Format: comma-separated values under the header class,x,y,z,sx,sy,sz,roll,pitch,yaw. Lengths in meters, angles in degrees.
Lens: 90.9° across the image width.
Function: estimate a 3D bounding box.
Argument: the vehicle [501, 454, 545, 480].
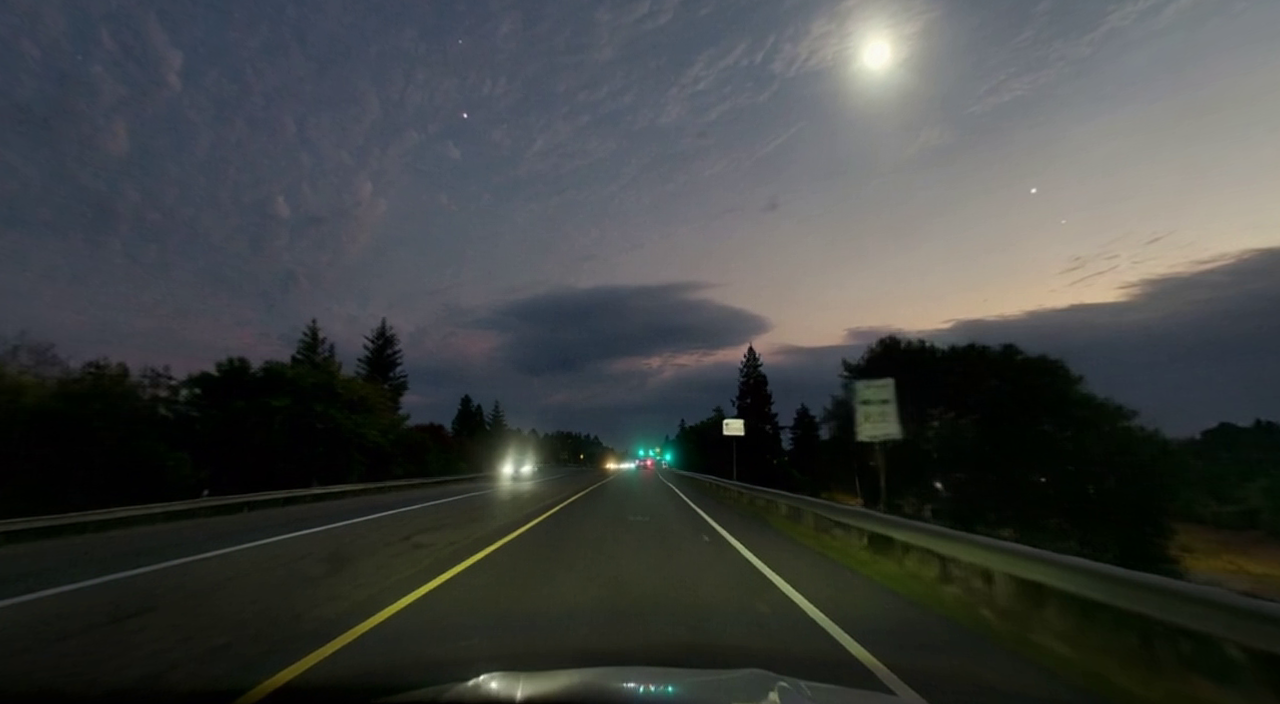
class,x,y,z,sx,sy,sz,roll,pitch,yaw
vehicle,-7.669,7.560,41.636,2.003,1.554,3.757,0,-9,2
